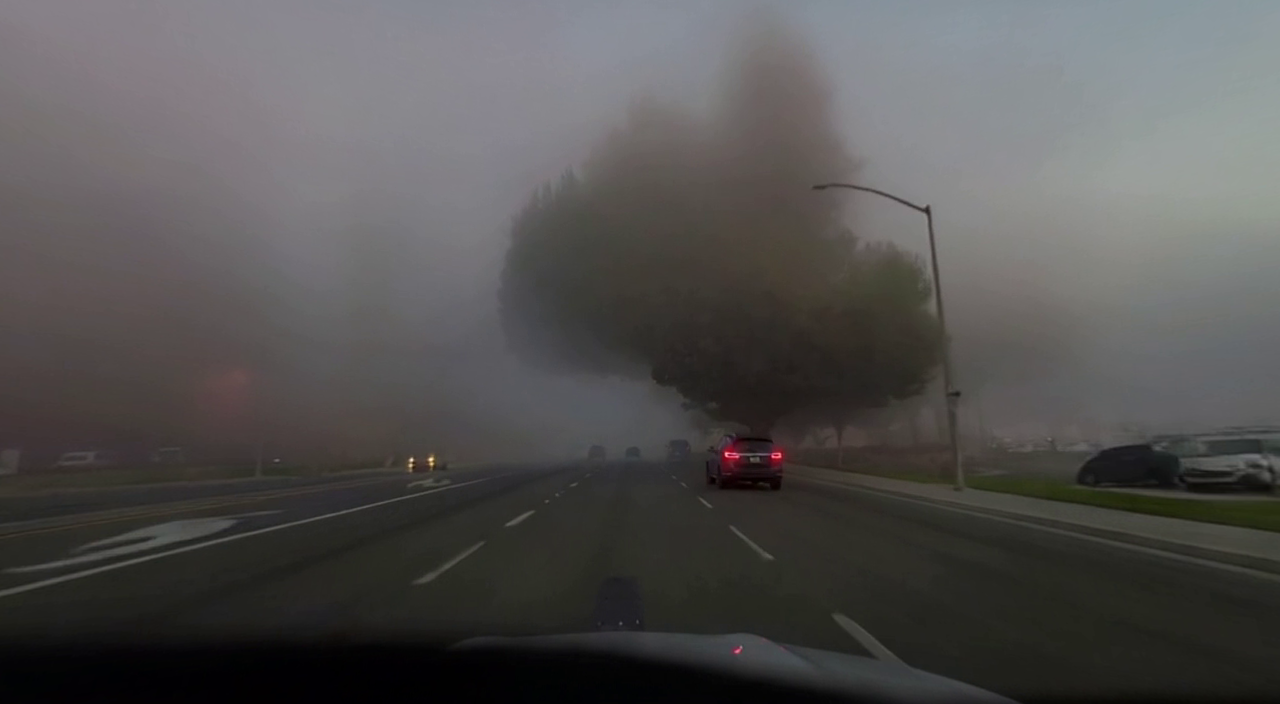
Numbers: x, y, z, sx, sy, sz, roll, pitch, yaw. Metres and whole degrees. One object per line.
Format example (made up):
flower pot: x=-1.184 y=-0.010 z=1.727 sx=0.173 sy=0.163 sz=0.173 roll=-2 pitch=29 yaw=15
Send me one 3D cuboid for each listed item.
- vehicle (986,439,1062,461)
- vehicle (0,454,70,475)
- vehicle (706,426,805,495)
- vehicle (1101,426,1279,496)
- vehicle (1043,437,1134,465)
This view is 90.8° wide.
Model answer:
vehicle: x=30.280 y=7.734 z=49.890 sx=4.607 sy=1.683 sz=2.217 roll=1 pitch=-9 yaw=-8
vehicle: x=-46.094 y=8.567 z=48.109 sx=3.642 sy=1.477 sz=1.634 roll=0 pitch=-9 yaw=-1
vehicle: x=3.284 y=3.200 z=18.942 sx=2.060 sy=1.816 sz=4.343 roll=0 pitch=-8 yaw=-1
vehicle: x=15.836 y=2.950 z=17.436 sx=4.682 sy=1.635 sz=2.053 roll=-2 pitch=-9 yaw=-6
vehicle: x=31.122 y=6.837 z=43.894 sx=5.111 sy=1.834 sz=2.093 roll=1 pitch=-8 yaw=-11
